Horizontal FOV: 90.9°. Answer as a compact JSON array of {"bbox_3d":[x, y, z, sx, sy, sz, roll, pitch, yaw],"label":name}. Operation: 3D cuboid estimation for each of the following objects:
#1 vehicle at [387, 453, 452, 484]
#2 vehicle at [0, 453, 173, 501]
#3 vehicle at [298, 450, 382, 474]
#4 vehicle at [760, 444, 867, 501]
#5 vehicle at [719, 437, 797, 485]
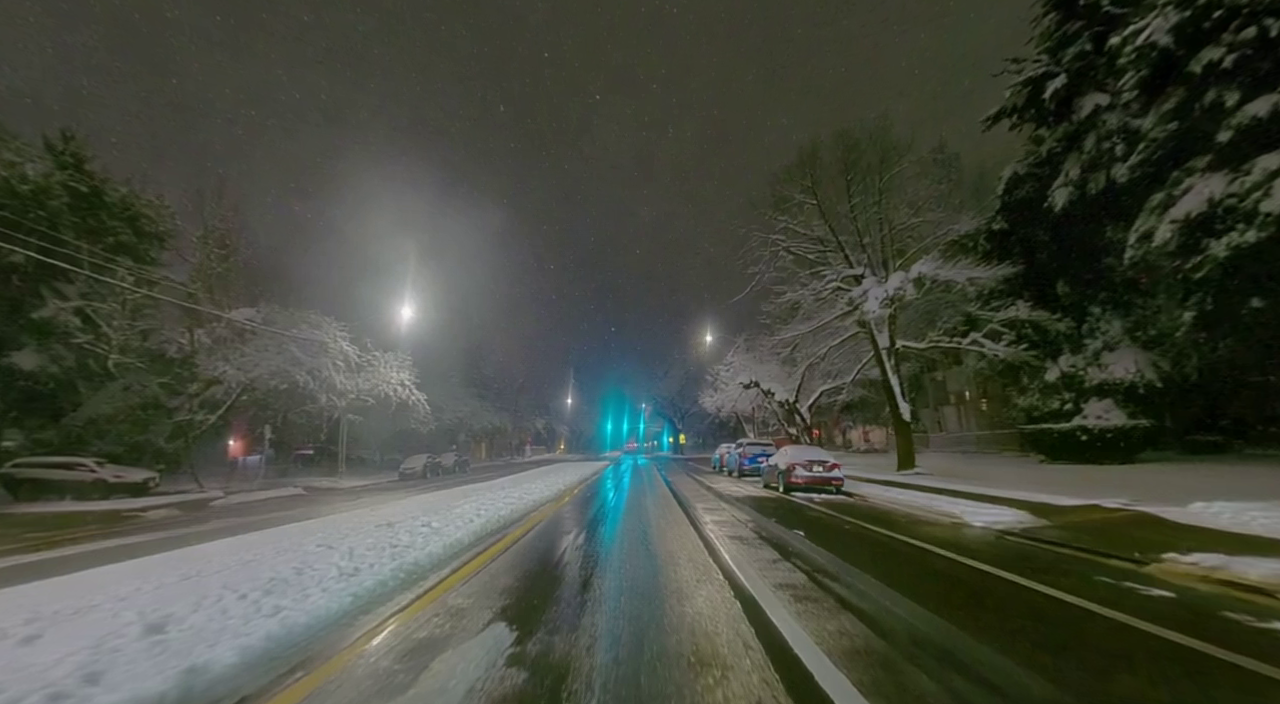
[{"bbox_3d":[-12.497,6.611,36.053,1.983,1.513,4.662,-1,-8,1],"label":"vehicle"},{"bbox_3d":[-20.029,4.409,22.507,4.722,1.549,2.412,0,-8,-1],"label":"vehicle"},{"bbox_3d":[-20.839,7.641,43.919,4.715,1.560,2.131,0,-9,-1],"label":"vehicle"},{"bbox_3d":[4.919,3.457,18.594,1.928,1.431,4.570,0,-8,1],"label":"vehicle"},{"bbox_3d":[4.808,4.520,26.569,2.218,1.789,5.146,0,-8,-1],"label":"vehicle"}]
